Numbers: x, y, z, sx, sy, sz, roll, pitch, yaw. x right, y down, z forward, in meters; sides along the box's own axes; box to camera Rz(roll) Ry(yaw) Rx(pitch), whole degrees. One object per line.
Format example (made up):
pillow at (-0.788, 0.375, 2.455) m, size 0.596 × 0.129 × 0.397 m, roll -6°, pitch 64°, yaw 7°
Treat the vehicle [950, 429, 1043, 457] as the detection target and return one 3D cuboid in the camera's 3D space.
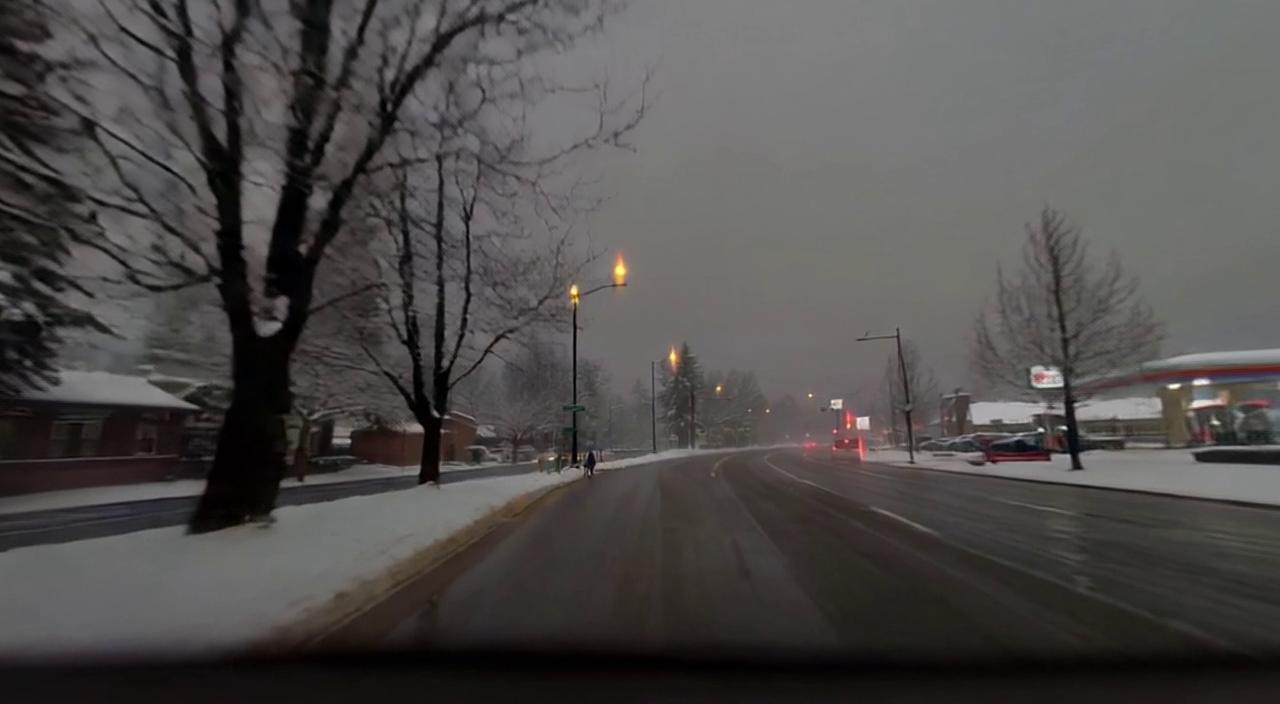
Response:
vehicle at (23.735, 6.096, 42.380) m, size 2.239 × 1.742 × 5.364 m, roll 2°, pitch -9°, yaw -14°
